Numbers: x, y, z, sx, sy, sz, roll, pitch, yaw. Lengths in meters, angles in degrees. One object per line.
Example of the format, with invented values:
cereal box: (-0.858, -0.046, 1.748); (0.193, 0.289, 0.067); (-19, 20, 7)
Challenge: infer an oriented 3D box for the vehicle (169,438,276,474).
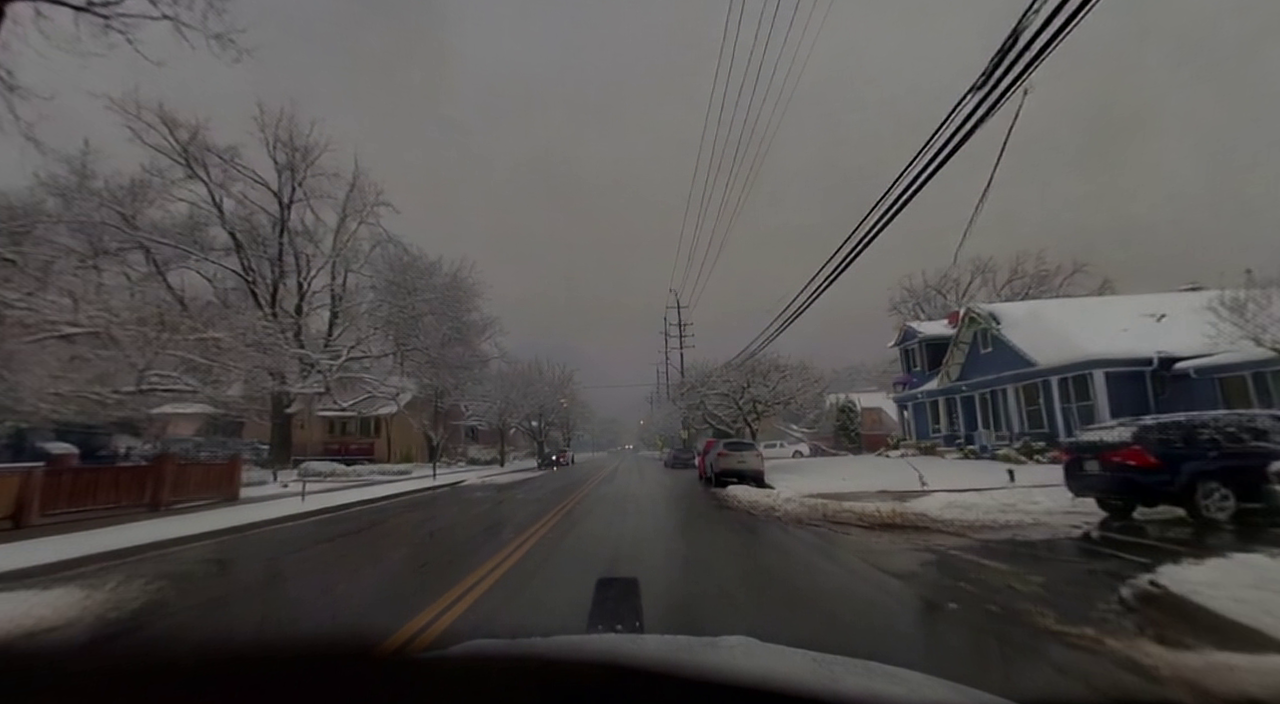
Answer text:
vehicle: (-22.026, 5.497, 33.645); (2.139, 1.746, 5.099); (0, -8, 1)

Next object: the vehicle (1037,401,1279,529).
vehicle: (9.621, 1.723, 9.889); (5.490, 1.774, 1.867); (0, -8, 0)

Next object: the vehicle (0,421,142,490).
vehicle: (-18.174, 3.110, 19.125); (2.034, 1.829, 5.161); (0, -8, -2)

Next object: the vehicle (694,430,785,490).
vehicle: (3.358, 3.797, 22.573); (2.114, 1.858, 5.144); (0, -8, -4)
